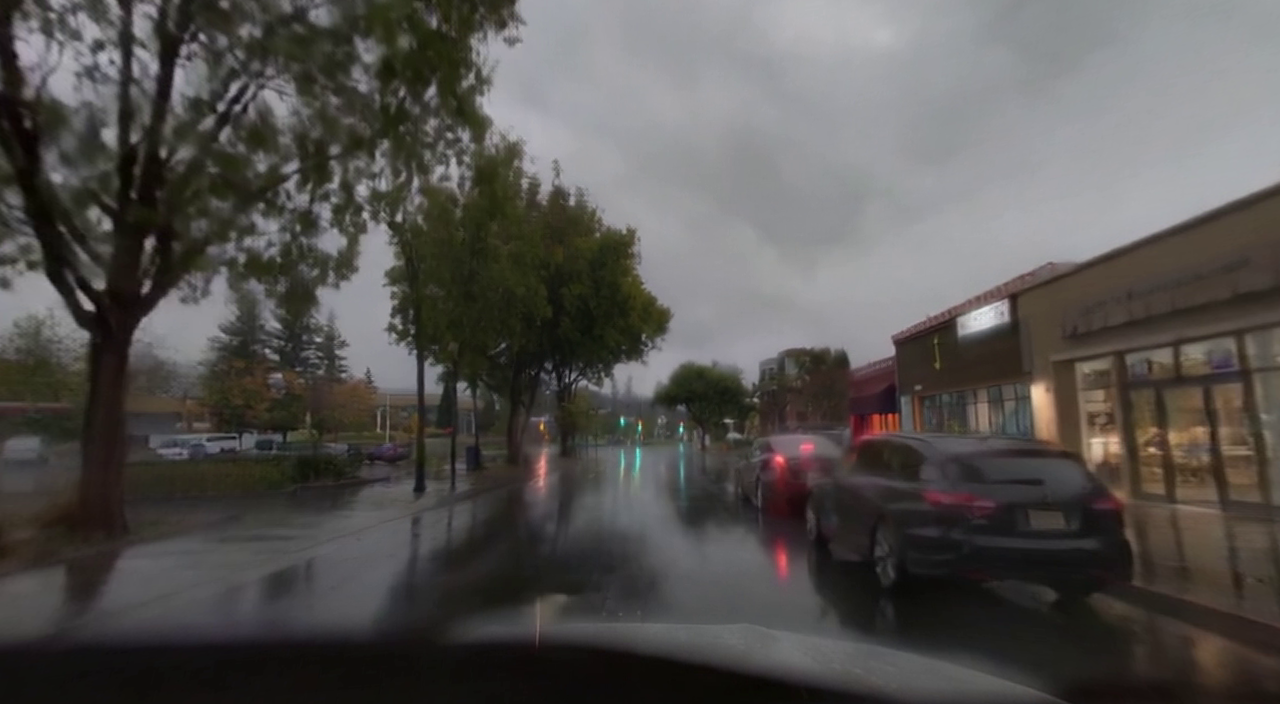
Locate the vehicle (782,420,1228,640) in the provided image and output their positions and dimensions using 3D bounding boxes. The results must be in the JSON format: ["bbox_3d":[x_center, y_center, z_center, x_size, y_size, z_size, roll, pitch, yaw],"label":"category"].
[{"bbox_3d":[3.088,1.592,6.802,2.064,1.532,4.596,0,-8,0],"label":"vehicle"}]

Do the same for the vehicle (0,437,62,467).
[{"bbox_3d":[-37.152,6.016,38.163,4.157,1.687,2.419,-6,-11,37],"label":"vehicle"}]
